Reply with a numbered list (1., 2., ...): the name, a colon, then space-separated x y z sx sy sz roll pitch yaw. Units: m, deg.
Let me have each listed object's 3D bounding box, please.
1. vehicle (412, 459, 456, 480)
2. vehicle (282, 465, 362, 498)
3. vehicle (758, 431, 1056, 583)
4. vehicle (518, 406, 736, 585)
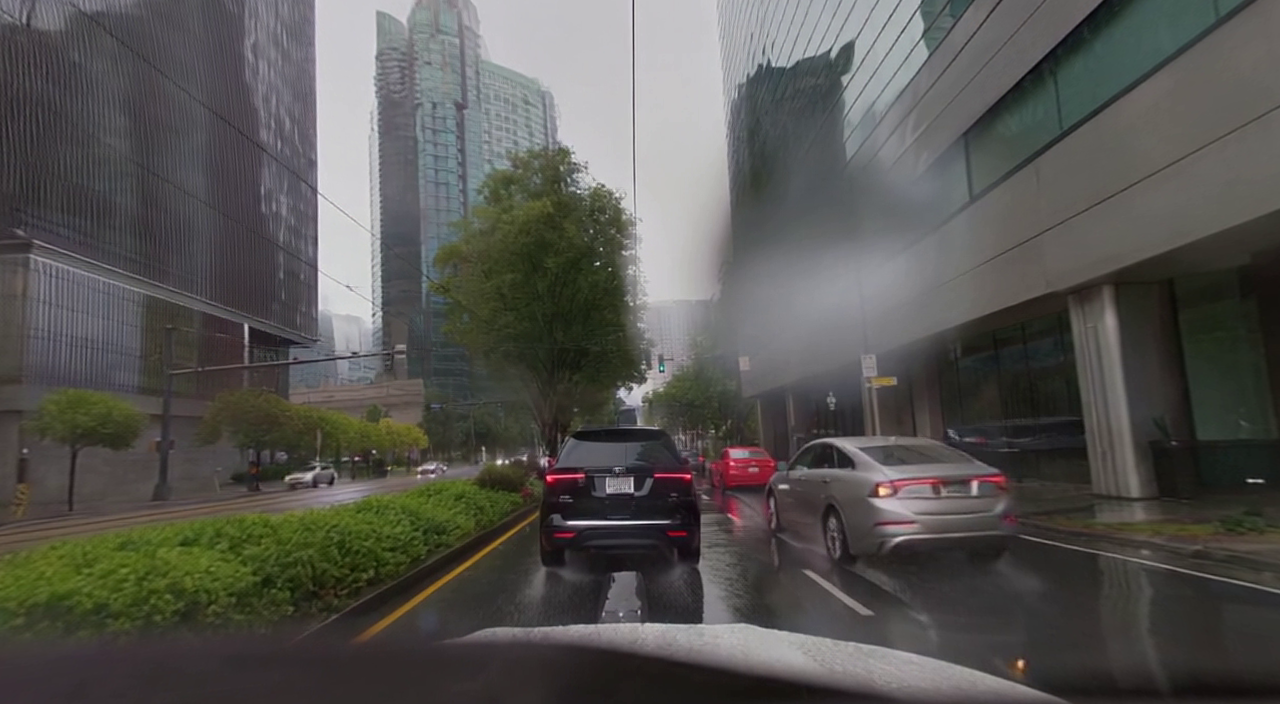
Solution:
1. vehicle: -16.141 9.250 49.816 2.077 1.458 4.718 0 -8 -3
2. vehicle: -15.648 6.364 31.330 1.798 1.409 4.239 0 -8 -1
3. vehicle: 3.081 1.867 8.512 1.993 1.480 4.324 0 -8 -2
4. vehicle: -0.216 1.751 8.556 2.178 1.779 4.255 0 -8 -2
